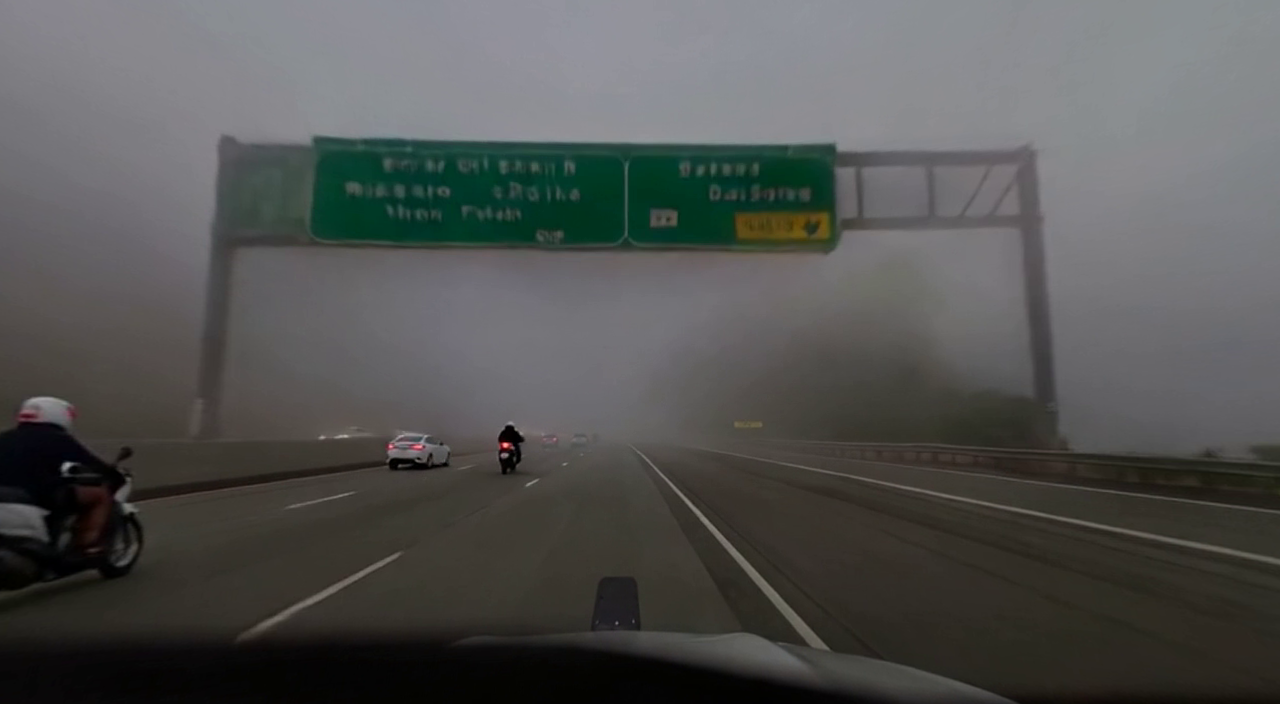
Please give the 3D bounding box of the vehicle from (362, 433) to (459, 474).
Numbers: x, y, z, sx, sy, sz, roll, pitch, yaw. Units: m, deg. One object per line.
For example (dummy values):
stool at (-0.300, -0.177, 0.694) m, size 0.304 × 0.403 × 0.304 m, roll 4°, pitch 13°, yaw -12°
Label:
vehicle at (-8.673, 3.868, 24.336) m, size 2.053 × 1.409 × 4.704 m, roll 0°, pitch -8°, yaw -1°

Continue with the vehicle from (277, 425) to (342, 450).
vehicle at (-21.560, 5.610, 41.297) m, size 1.845 × 1.497 × 4.587 m, roll 0°, pitch -8°, yaw -1°
